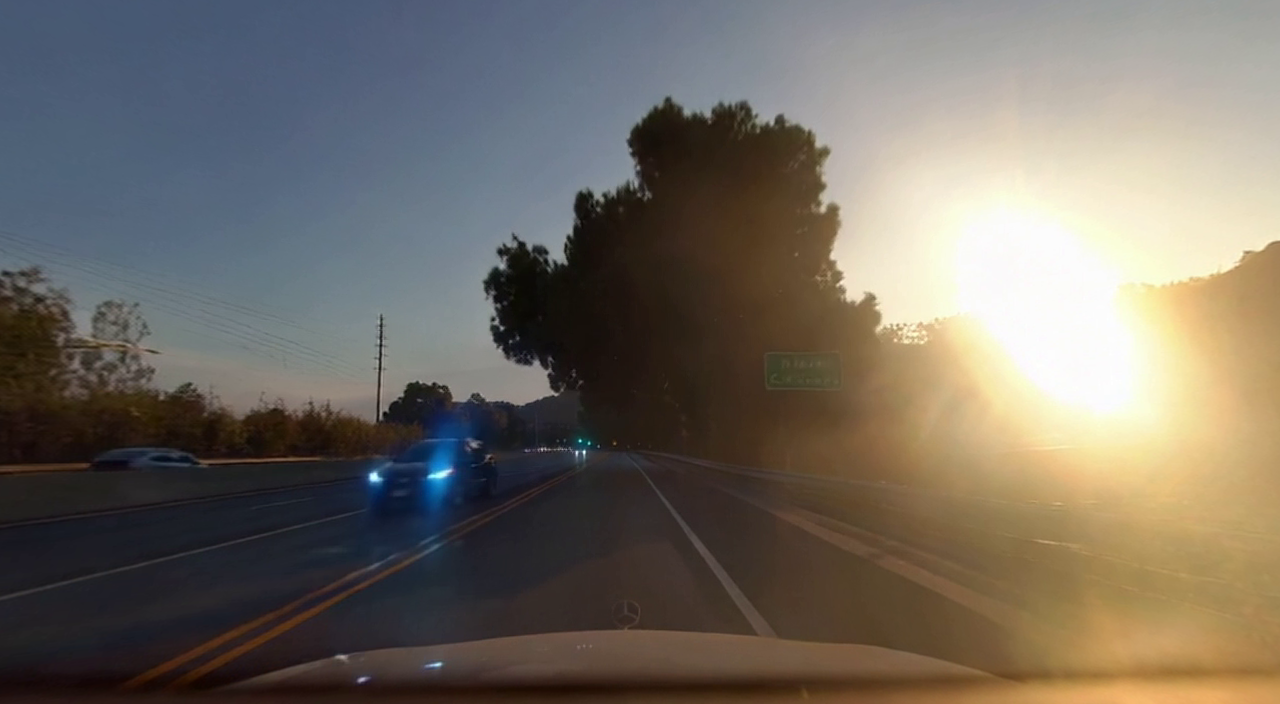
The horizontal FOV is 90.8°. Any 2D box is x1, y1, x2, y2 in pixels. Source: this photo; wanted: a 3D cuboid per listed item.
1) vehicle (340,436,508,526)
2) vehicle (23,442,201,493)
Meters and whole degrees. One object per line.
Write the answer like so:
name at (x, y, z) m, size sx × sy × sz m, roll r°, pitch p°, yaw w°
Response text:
vehicle at (-4.113, 2.492, 12.747) m, size 1.722 × 1.523 × 3.736 m, roll -1°, pitch -8°, yaw 6°
vehicle at (-17.520, 3.838, 21.337) m, size 2.036 × 1.525 × 4.677 m, roll 0°, pitch -9°, yaw -1°
